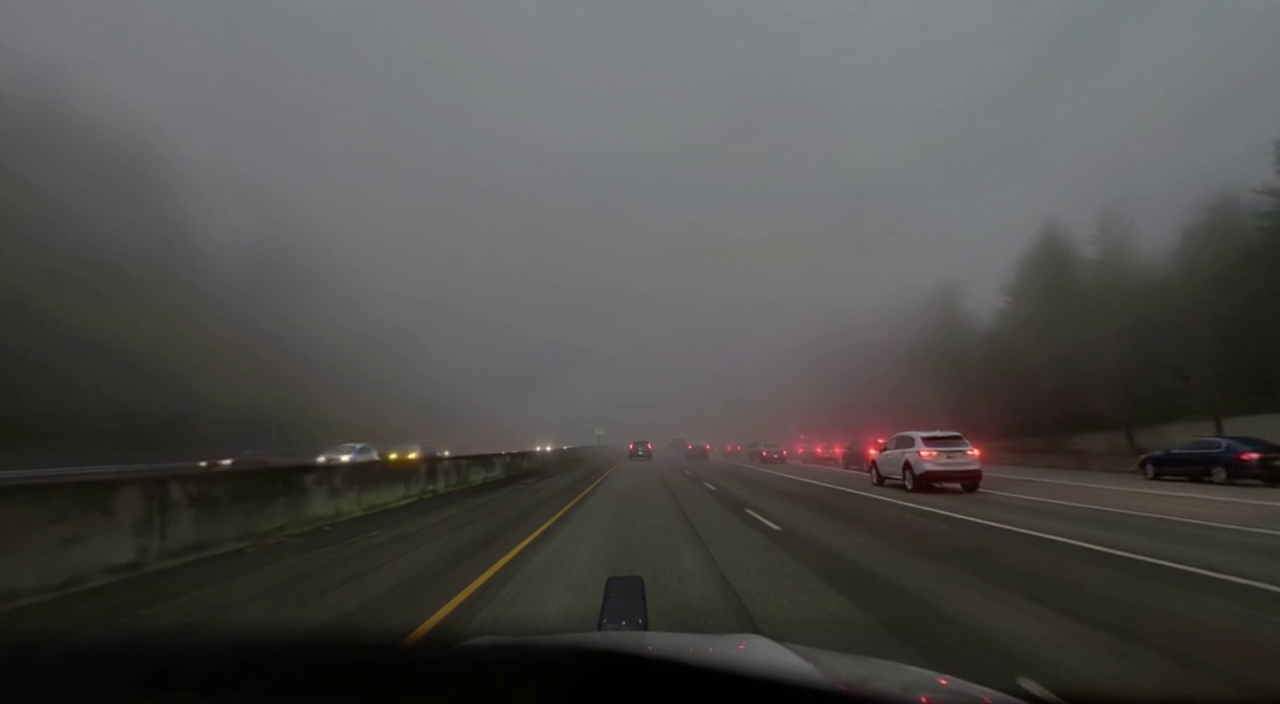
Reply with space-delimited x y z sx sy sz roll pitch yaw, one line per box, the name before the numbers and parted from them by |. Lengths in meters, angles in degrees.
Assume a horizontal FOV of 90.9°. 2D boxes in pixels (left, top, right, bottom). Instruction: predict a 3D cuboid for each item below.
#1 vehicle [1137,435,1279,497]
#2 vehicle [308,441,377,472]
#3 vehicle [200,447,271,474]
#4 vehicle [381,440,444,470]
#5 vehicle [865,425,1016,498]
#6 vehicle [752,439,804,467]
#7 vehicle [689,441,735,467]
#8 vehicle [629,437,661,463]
vehicle | 16.321 3.032 17.234 1.908 1.468 4.457 0 -8 1
vehicle | -18.786 6.604 40.083 2.141 1.838 4.634 0 -8 -1
vehicle | -28.201 7.529 44.149 2.056 1.775 4.585 0 -8 -3
vehicle | -14.107 6.395 39.460 2.057 1.734 5.135 0 -8 0
vehicle | 7.957 2.931 17.241 1.986 1.703 4.226 0 -8 -1
vehicle | 7.843 5.801 36.298 1.919 1.476 4.303 0 -8 -1
vehicle | 4.103 5.903 36.725 2.118 1.438 4.312 0 -8 -1
vehicle | 0.334 6.767 43.604 2.124 1.639 4.122 0 -8 0
